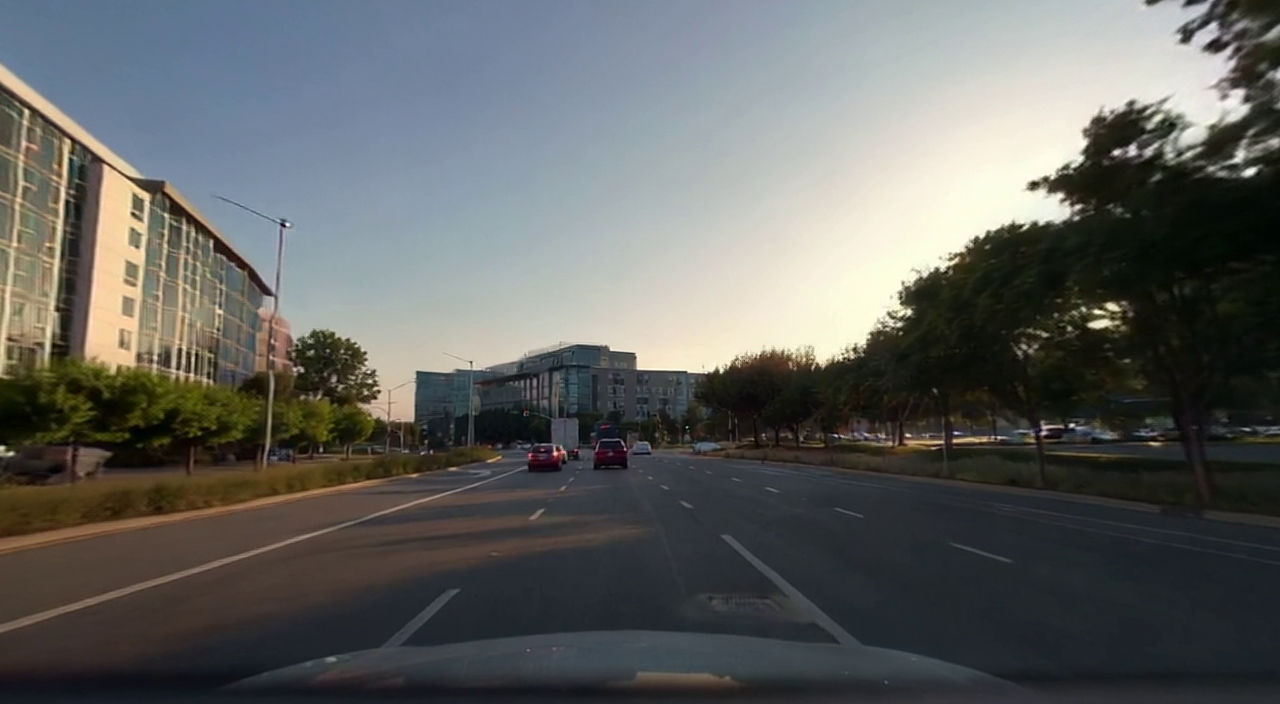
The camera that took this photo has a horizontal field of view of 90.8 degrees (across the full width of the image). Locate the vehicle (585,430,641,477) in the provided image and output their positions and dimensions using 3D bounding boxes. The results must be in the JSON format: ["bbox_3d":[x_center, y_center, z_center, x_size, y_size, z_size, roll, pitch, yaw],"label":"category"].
[{"bbox_3d":[-1.230,4.433,27.748,2.260,1.872,4.578,0,-9,-4],"label":"vehicle"}]

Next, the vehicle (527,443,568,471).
[{"bbox_3d":[-5.078,5.814,35.113,1.904,1.460,4.300,1,-9,-4],"label":"vehicle"}]
